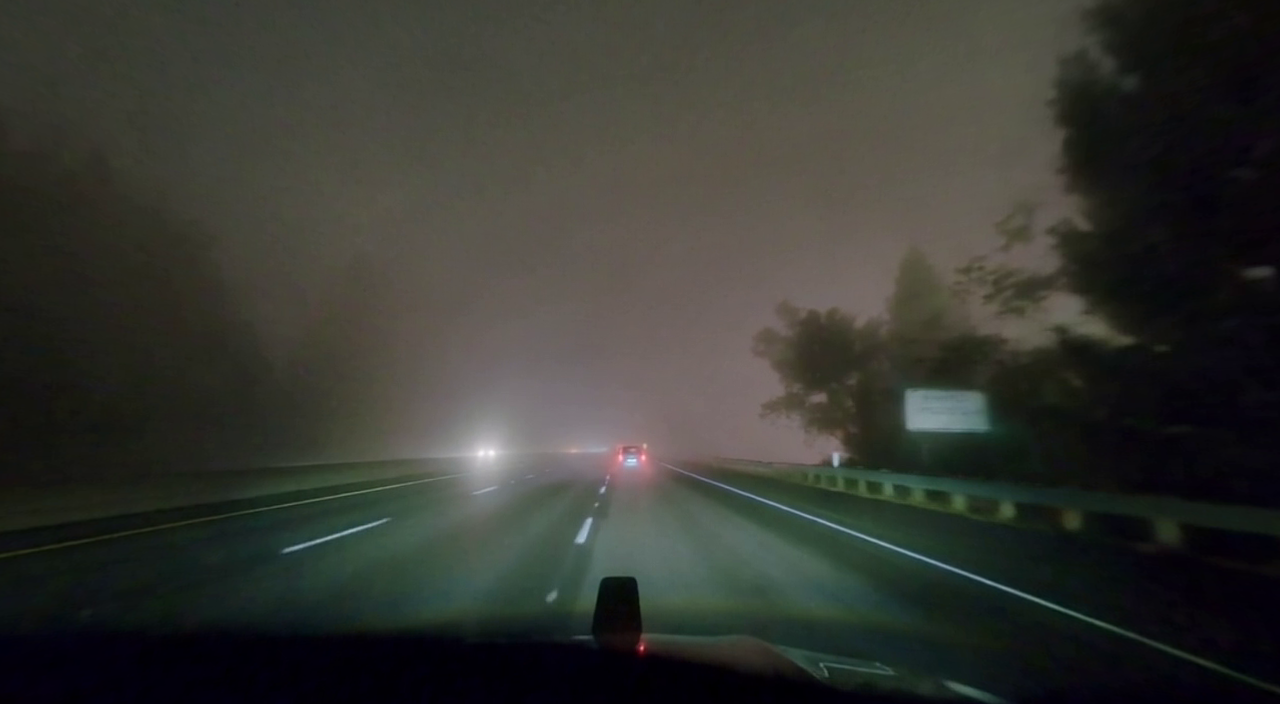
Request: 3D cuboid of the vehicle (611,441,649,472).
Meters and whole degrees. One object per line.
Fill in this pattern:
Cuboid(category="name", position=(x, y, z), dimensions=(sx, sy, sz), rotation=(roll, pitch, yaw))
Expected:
Cuboid(category="vehicle", position=(-0.586, 6.273, 37.853), dimensions=(2.120, 1.715, 4.153), rotation=(0, -9, -1))
